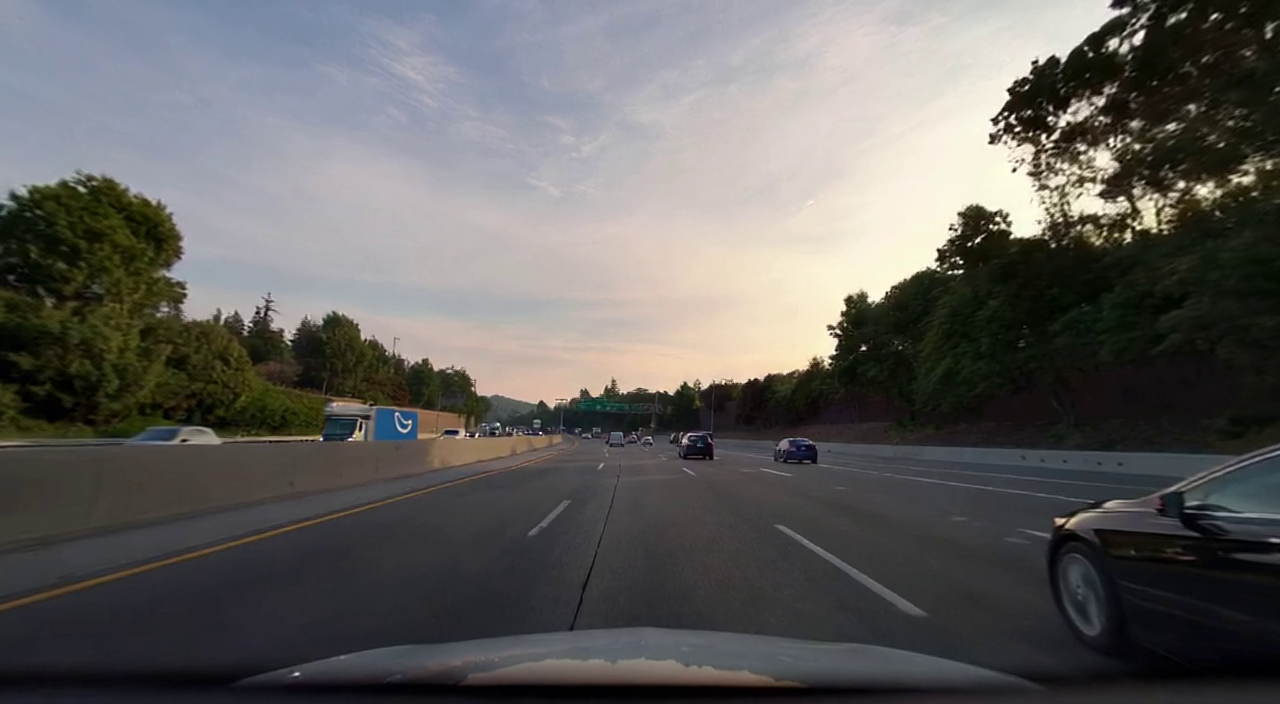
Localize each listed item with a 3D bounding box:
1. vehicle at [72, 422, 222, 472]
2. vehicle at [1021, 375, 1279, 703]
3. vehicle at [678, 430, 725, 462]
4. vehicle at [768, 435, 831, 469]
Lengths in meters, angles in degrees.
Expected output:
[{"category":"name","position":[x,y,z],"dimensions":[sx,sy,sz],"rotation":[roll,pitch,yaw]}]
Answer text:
[{"category":"vehicle","position":[-17.204,3.340,22.306],"dimensions":[1.994,1.597,4.074],"rotation":[0,-8,-1]},{"category":"vehicle","position":[3.848,0.872,2.616],"dimensions":[2.101,1.574,3.857],"rotation":[0,-8,0]},{"category":"vehicle","position":[3.571,5.580,37.436],"dimensions":[2.141,1.732,4.279],"rotation":[0,-8,-3]},{"category":"vehicle","position":[7.566,4.785,30.319],"dimensions":[1.798,1.473,4.077],"rotation":[0,-8,-2]}]
